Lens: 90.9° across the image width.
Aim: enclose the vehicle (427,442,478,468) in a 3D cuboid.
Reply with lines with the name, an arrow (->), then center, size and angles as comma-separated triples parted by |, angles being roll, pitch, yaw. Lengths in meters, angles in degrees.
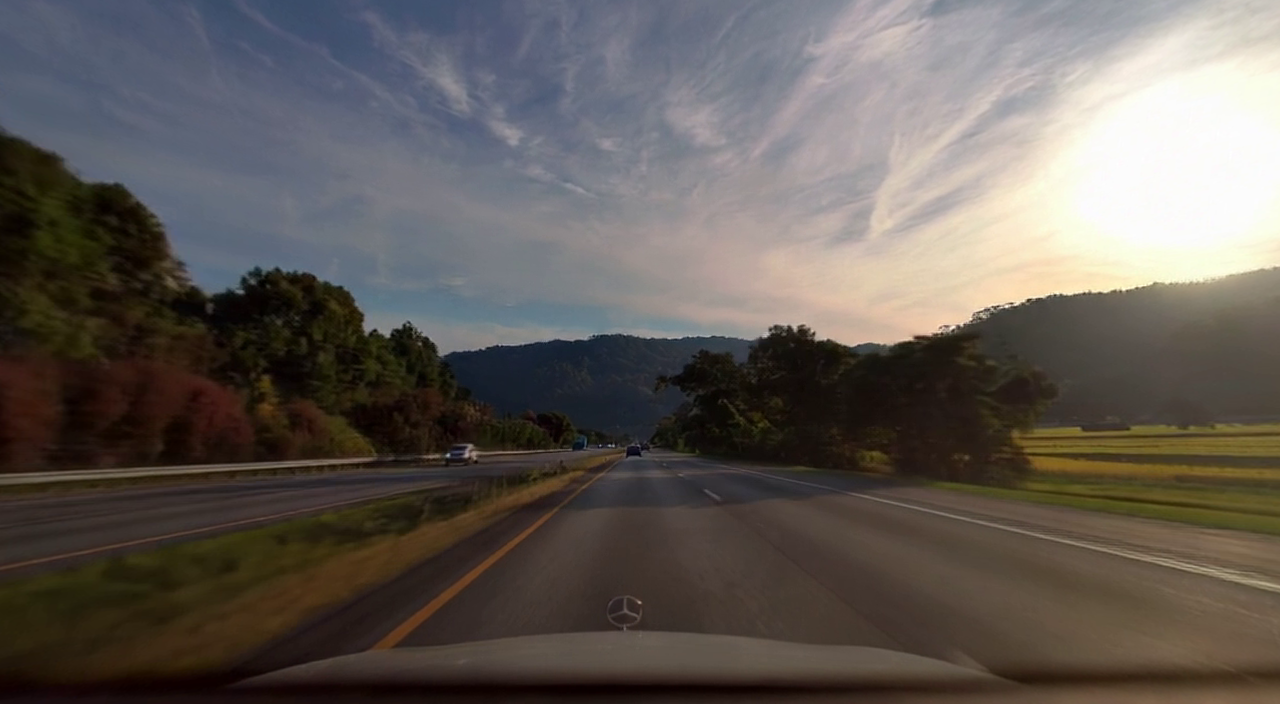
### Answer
vehicle -> -12.581, 6.964, 42.581 | 2.025, 1.628, 4.464 | 0, -9, 0
